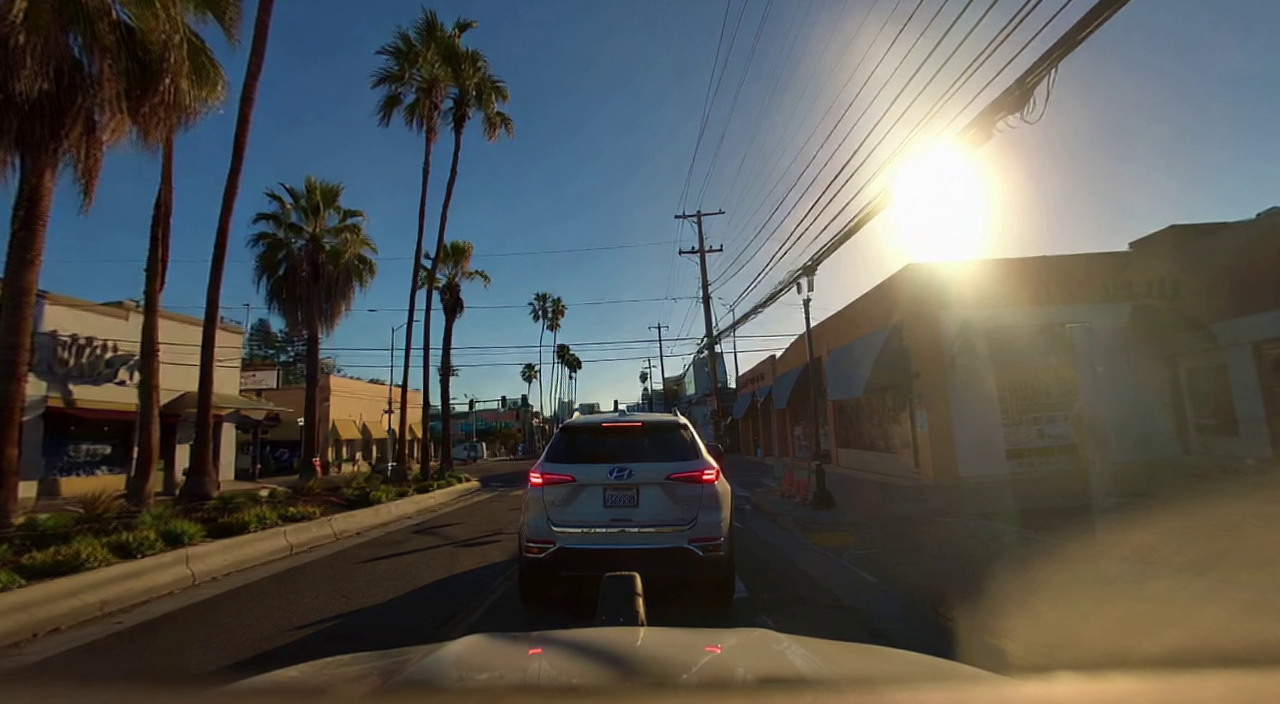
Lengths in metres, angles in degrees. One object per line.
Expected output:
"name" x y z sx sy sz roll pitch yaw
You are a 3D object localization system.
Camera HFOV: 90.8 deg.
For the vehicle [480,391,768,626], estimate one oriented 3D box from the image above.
"vehicle" -0.191 1.415 6.595 2.105 1.702 3.750 0 -8 -3
